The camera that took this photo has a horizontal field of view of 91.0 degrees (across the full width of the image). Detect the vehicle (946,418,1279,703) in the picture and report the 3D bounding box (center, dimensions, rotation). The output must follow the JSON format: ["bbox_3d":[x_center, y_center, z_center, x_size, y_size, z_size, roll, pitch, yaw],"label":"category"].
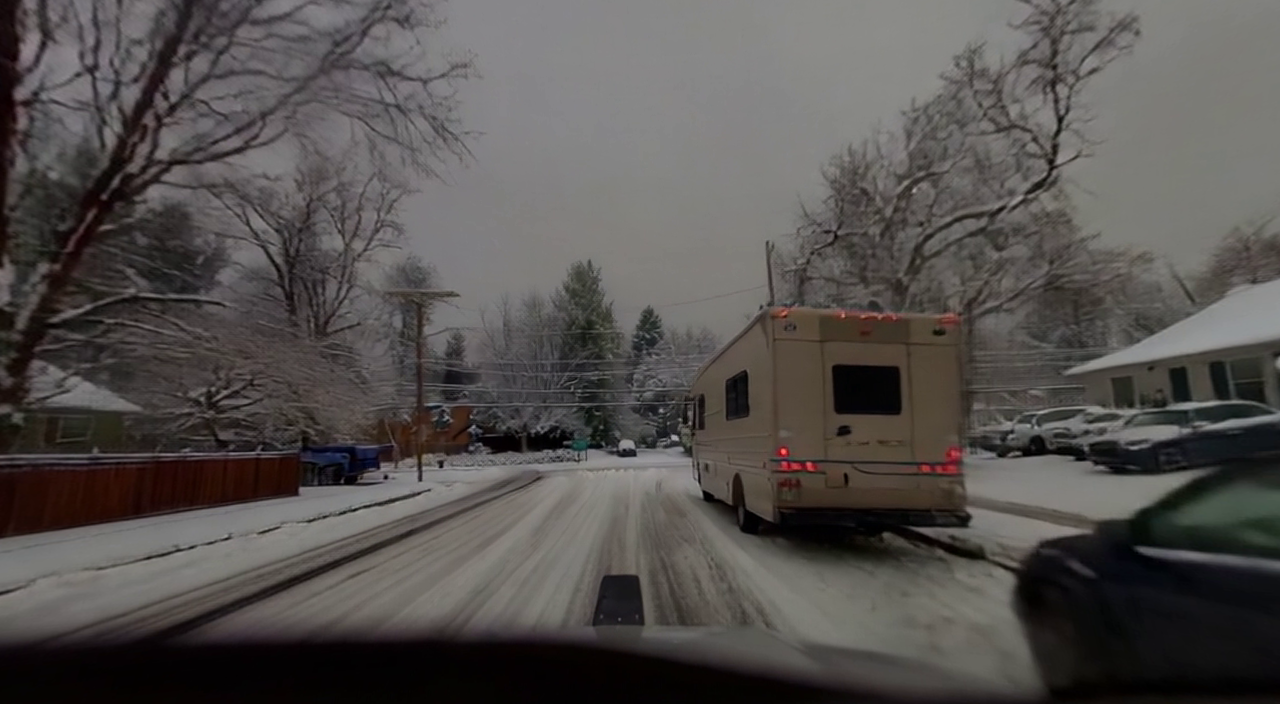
[{"bbox_3d":[3.184,0.919,2.008,1.870,1.429,4.743,0,-8,-2],"label":"vehicle"}]

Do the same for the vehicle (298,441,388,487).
[{"bbox_3d":[-13.253,5.006,28.475,2.111,1.856,4.803,0,-9,-6],"label":"vehicle"}]

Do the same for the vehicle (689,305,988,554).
[{"bbox_3d":[2.907,1.626,12.721,2.915,3.243,8.972,0,-8,-1],"label":"vehicle"}]
